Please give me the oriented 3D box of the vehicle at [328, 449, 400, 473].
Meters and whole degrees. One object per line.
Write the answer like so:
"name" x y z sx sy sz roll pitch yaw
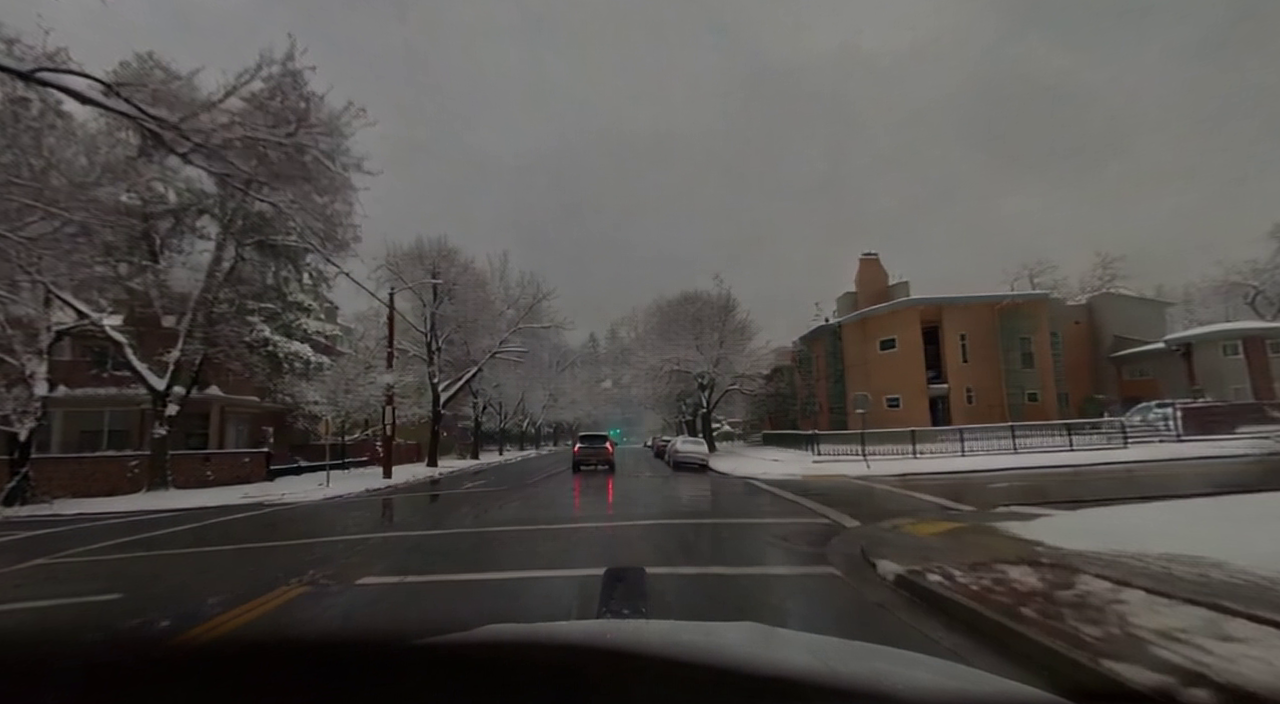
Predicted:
"vehicle" -17.918 7.053 41.007 3.806 1.501 1.892 0 -9 -1

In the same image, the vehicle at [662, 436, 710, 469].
"vehicle" 2.339 5.277 33.103 1.987 1.608 3.883 1 -8 -4

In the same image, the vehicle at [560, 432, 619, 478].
"vehicle" -1.987 4.203 25.946 2.172 1.722 4.201 1 -8 -2
